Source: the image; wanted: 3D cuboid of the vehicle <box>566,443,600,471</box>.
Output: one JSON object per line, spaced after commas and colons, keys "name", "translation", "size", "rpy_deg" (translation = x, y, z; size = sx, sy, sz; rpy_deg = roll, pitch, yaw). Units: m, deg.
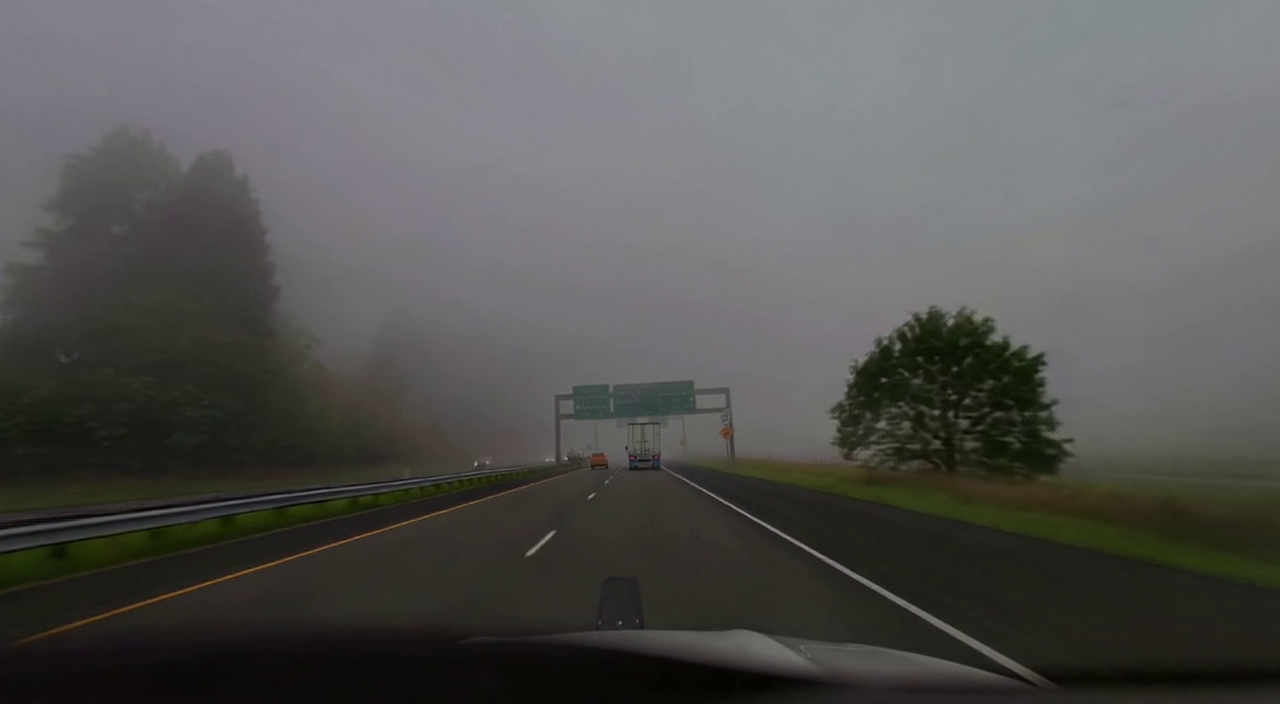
{"name": "vehicle", "translation": [-4.298, 8.051, 48.412], "size": [2.168, 1.980, 4.622], "rpy_deg": [0, -9, 0]}
